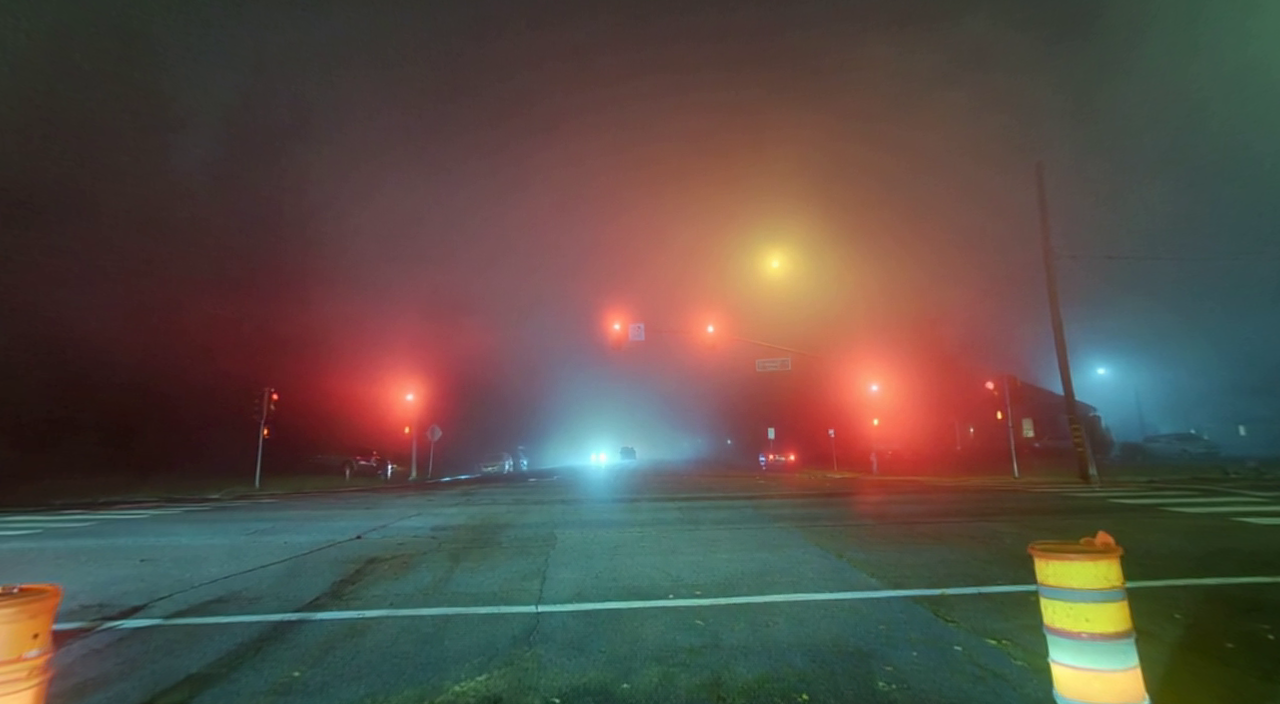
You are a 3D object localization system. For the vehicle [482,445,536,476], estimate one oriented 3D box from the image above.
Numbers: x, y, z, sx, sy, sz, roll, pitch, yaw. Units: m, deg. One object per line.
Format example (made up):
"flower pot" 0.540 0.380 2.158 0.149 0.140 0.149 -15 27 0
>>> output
"vehicle" -6.629 5.533 32.398 1.881 1.452 4.121 0 -8 0

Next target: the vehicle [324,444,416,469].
"vehicle" -16.420 6.374 38.593 4.713 1.409 1.918 0 -8 -2

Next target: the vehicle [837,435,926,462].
"vehicle" 15.347 6.175 40.344 4.892 1.656 1.856 0 -8 0
